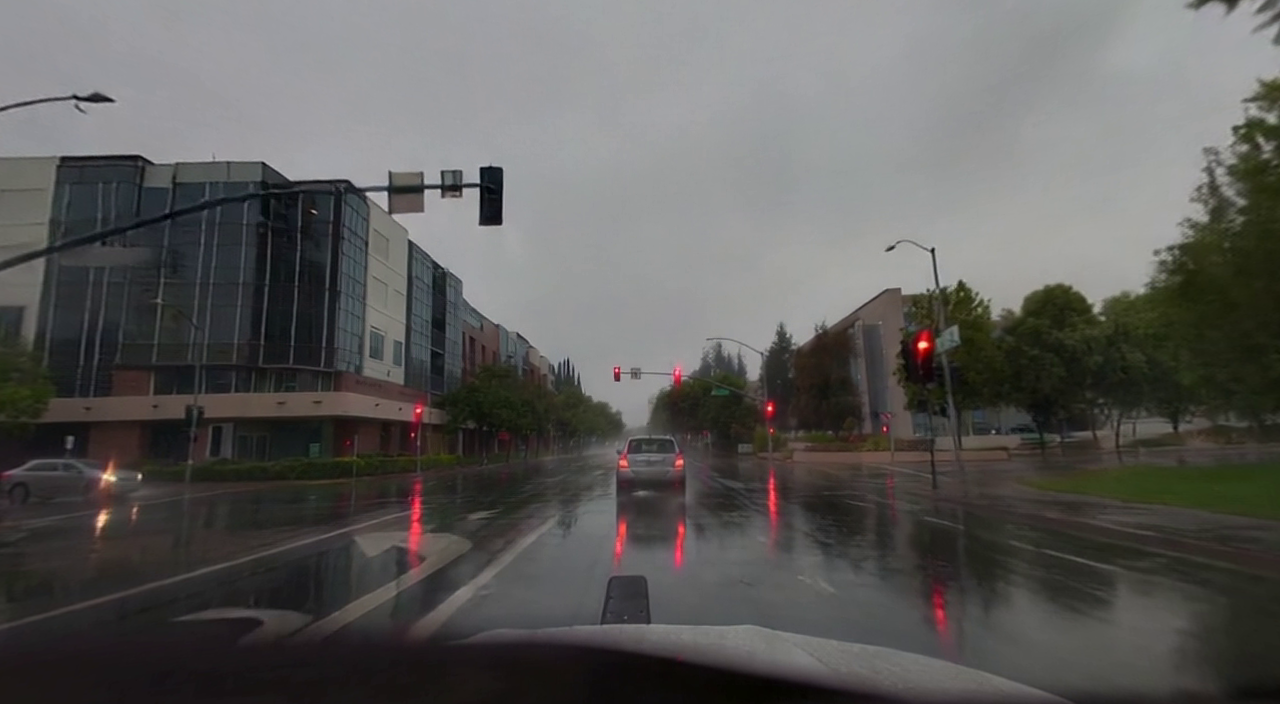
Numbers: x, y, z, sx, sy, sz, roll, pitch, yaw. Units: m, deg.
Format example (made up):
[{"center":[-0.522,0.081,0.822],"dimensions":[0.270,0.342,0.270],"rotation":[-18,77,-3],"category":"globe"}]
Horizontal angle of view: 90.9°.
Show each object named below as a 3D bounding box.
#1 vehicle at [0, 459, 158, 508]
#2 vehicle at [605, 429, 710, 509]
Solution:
[{"center":[-18.997,4.338,21.026],"dimensions":[4.494,1.475,1.893],"rotation":[-1,-8,7],"category":"vehicle"},{"center":[0.364,2.730,15.148],"dimensions":[2.184,1.640,4.086],"rotation":[0,-8,0],"category":"vehicle"}]
